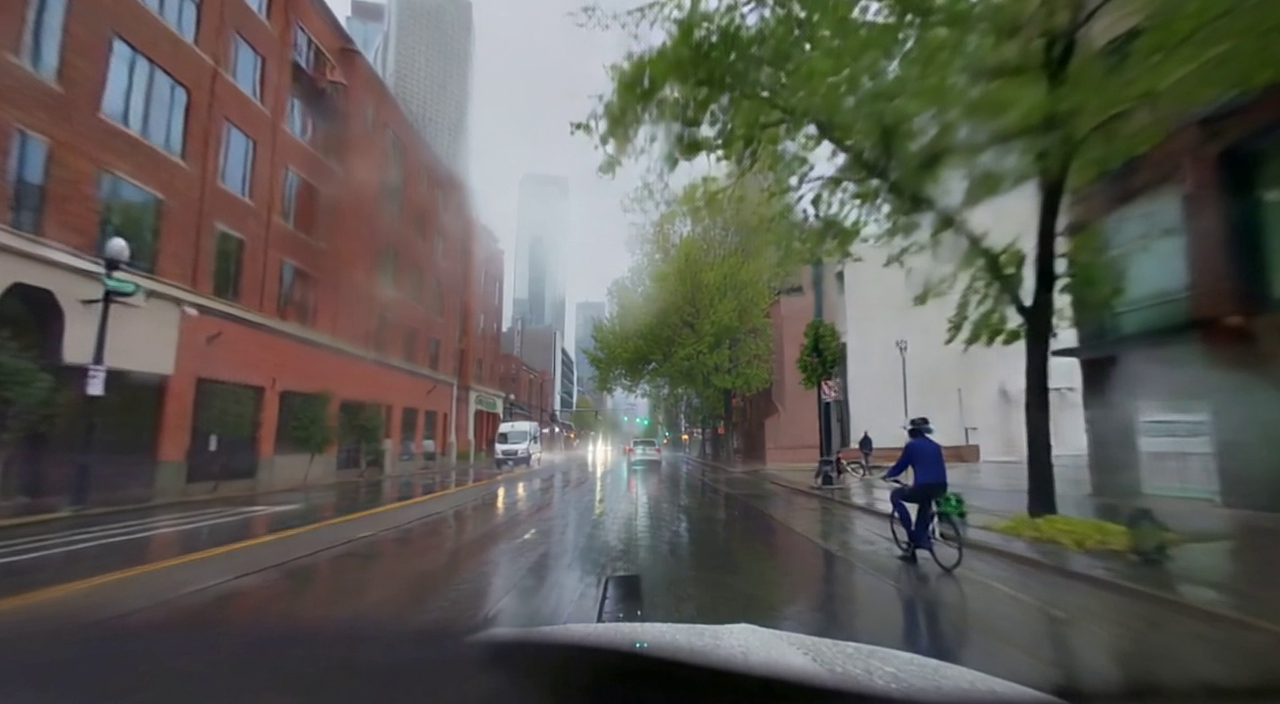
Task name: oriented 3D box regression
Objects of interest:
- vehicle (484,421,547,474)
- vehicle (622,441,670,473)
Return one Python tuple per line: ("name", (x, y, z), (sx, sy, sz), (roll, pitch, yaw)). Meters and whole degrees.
("vehicle", (-6.687, 5.213, 34.631), (2.418, 2.620, 5.522), (-1, -8, -1))
("vehicle", (0.320, 5.485, 33.197), (2.356, 1.572, 4.810), (0, -9, 1))
